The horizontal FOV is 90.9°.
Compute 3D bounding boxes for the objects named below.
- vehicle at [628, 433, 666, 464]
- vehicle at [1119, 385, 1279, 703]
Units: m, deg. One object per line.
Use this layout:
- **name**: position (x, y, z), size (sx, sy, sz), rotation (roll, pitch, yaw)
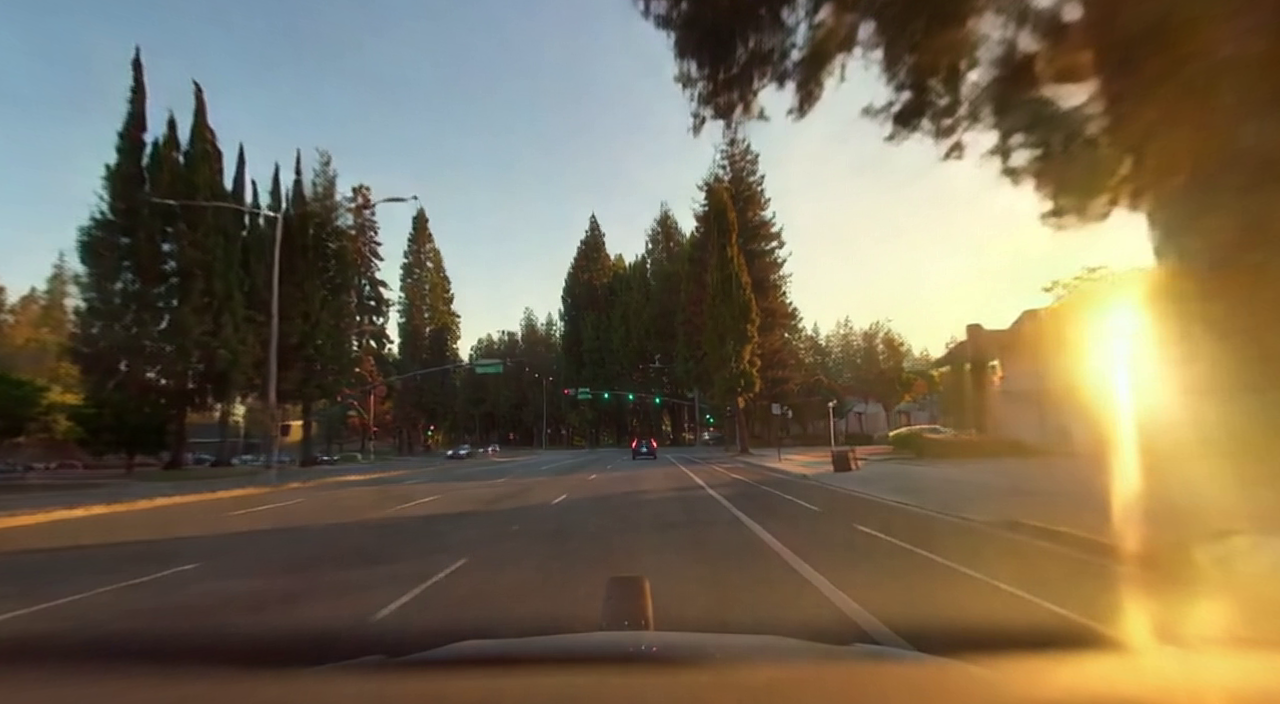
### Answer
- **vehicle**: position (0.402, 5.800, 38.015), size (2.169, 1.751, 4.276), rotation (-1, -8, 0)
- **vehicle**: position (3.873, 0.694, 1.306), size (2.269, 1.520, 4.410), rotation (-1, -8, 0)
